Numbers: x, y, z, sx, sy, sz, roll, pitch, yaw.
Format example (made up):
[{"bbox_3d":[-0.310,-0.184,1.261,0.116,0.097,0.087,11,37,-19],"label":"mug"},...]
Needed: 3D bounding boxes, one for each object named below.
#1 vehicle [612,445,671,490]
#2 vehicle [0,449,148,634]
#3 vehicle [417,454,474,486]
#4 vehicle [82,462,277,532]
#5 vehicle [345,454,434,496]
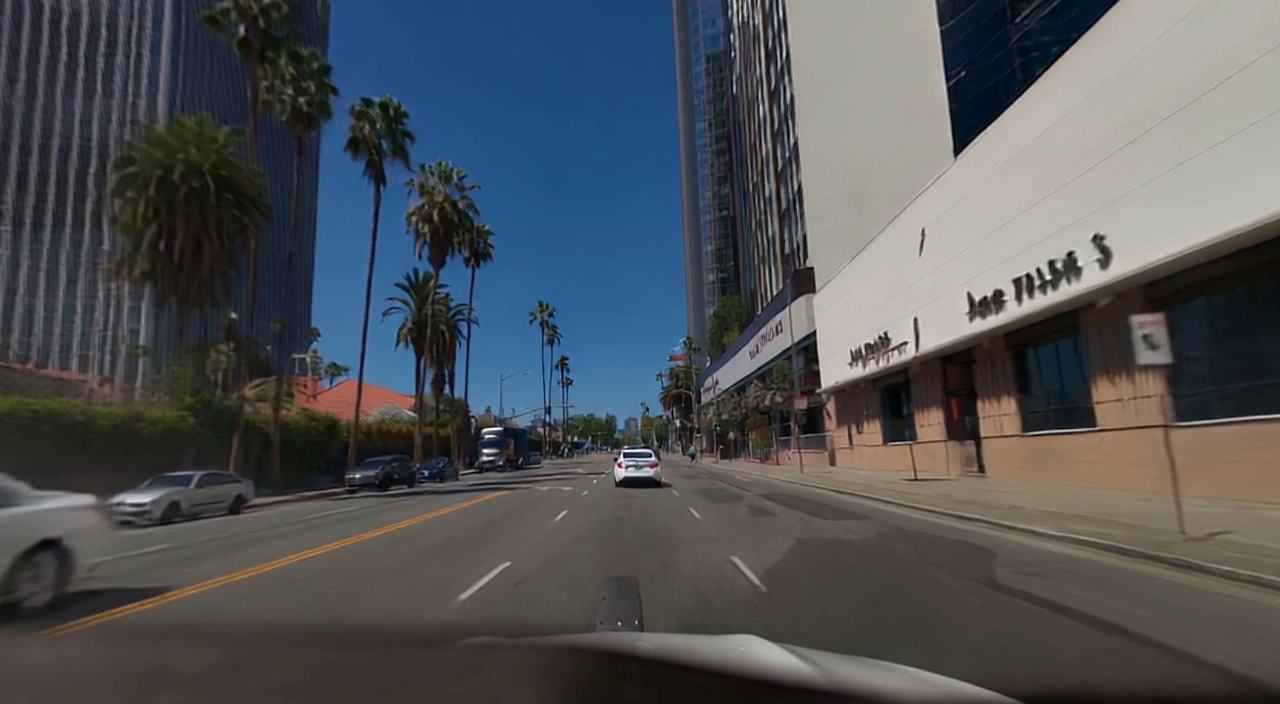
[{"bbox_3d":[0.046,4.538,24.989,2.145,1.632,3.972,0,-9,0],"label":"vehicle"},{"bbox_3d":[-6.170,1.409,4.287,1.951,1.476,4.452,-1,-9,1],"label":"vehicle"},{"bbox_3d":[-12.049,7.311,39.334,1.981,1.803,4.835,0,-9,1],"label":"vehicle"},{"bbox_3d":[-12.459,3.996,17.546,1.914,1.551,4.634,-4,-12,0],"label":"vehicle"},{"bbox_3d":[-12.304,6.050,31.320,2.308,1.839,4.793,-1,-9,2],"label":"vehicle"}]
